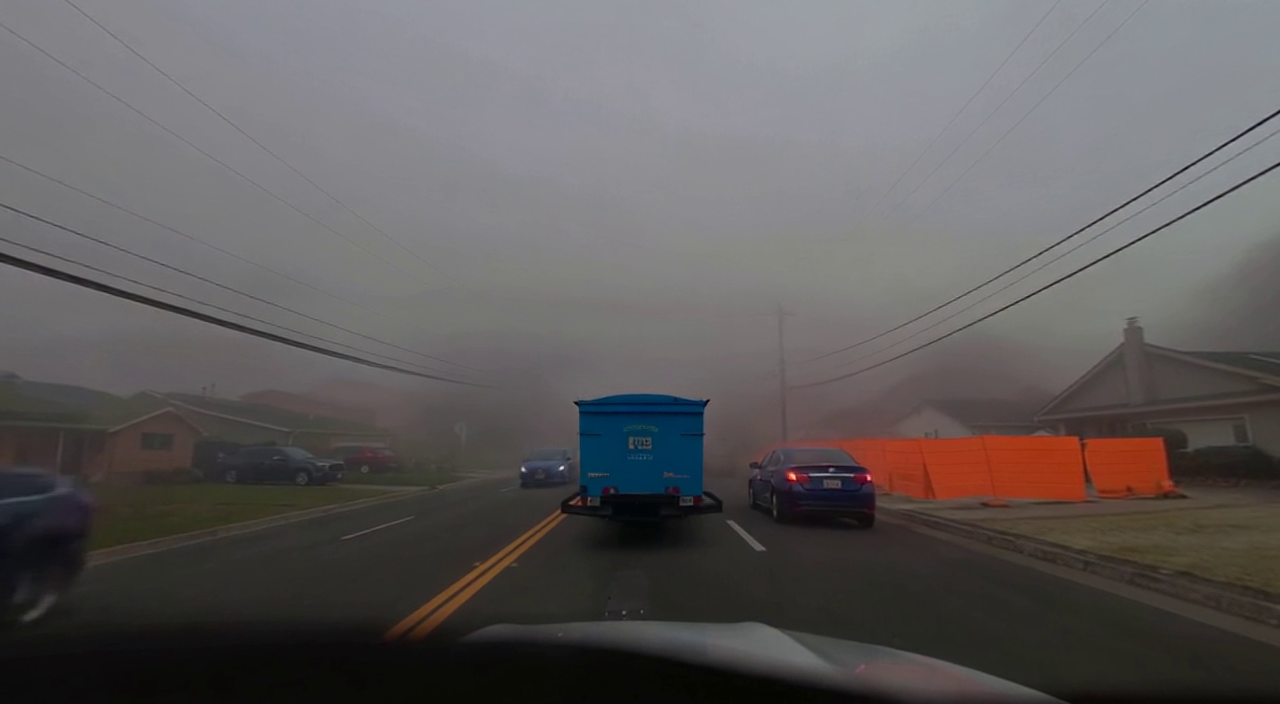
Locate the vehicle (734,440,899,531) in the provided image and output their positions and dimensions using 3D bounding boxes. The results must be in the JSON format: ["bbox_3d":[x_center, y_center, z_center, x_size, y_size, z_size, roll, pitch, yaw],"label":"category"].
[{"bbox_3d":[3.311,2.587,12.860,2.010,1.499,4.481,0,-9,-1],"label":"vehicle"}]

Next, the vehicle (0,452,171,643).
[{"bbox_3d":[-6.196,1.531,4.632,1.953,1.528,4.492,0,-9,0],"label":"vehicle"}]

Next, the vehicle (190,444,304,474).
[{"bbox_3d":[-20.386,5.553,32.665,4.706,1.468,1.817,-1,-9,3],"label":"vehicle"}]

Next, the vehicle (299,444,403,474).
[{"bbox_3d":[-15.105,5.603,32.960,4.490,1.500,1.875,0,-9,-2],"label":"vehicle"}]

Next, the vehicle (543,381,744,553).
[{"bbox_3d":[0.085,2.059,11.917,2.751,2.361,6.347,0,-9,1],"label":"vehicle"}]
